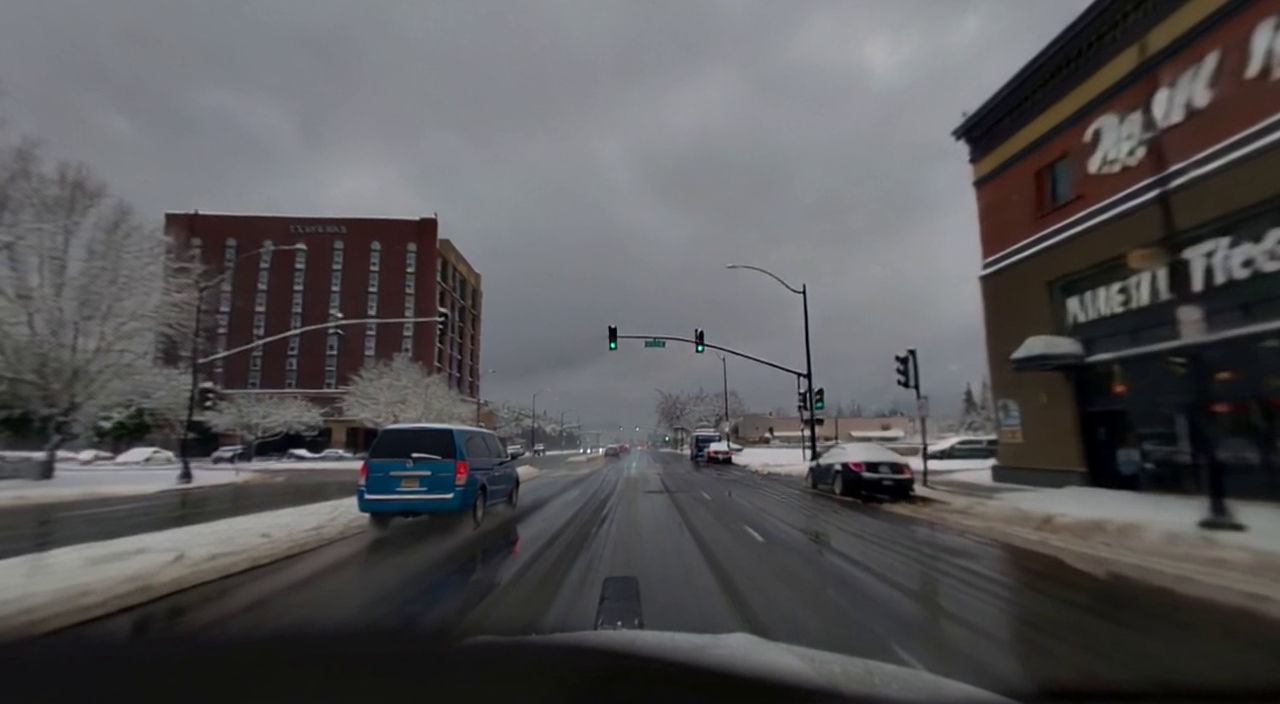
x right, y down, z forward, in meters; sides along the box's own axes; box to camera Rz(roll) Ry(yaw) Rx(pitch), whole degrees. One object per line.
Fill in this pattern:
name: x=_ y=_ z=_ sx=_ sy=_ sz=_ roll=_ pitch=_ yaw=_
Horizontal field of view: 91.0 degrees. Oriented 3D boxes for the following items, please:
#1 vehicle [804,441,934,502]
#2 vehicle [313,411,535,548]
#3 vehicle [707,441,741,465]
vehicle: x=6.459 y=3.398 z=18.440 sx=1.967 sy=1.534 sz=4.683 roll=0 pitch=-8 yaw=-1
vehicle: x=-3.054 y=1.891 z=9.898 sx=2.080 sy=1.722 sz=3.766 roll=0 pitch=-8 yaw=1
vehicle: x=6.355 y=7.661 z=47.986 sx=1.942 sy=1.753 sz=4.912 roll=0 pitch=-8 yaw=0
